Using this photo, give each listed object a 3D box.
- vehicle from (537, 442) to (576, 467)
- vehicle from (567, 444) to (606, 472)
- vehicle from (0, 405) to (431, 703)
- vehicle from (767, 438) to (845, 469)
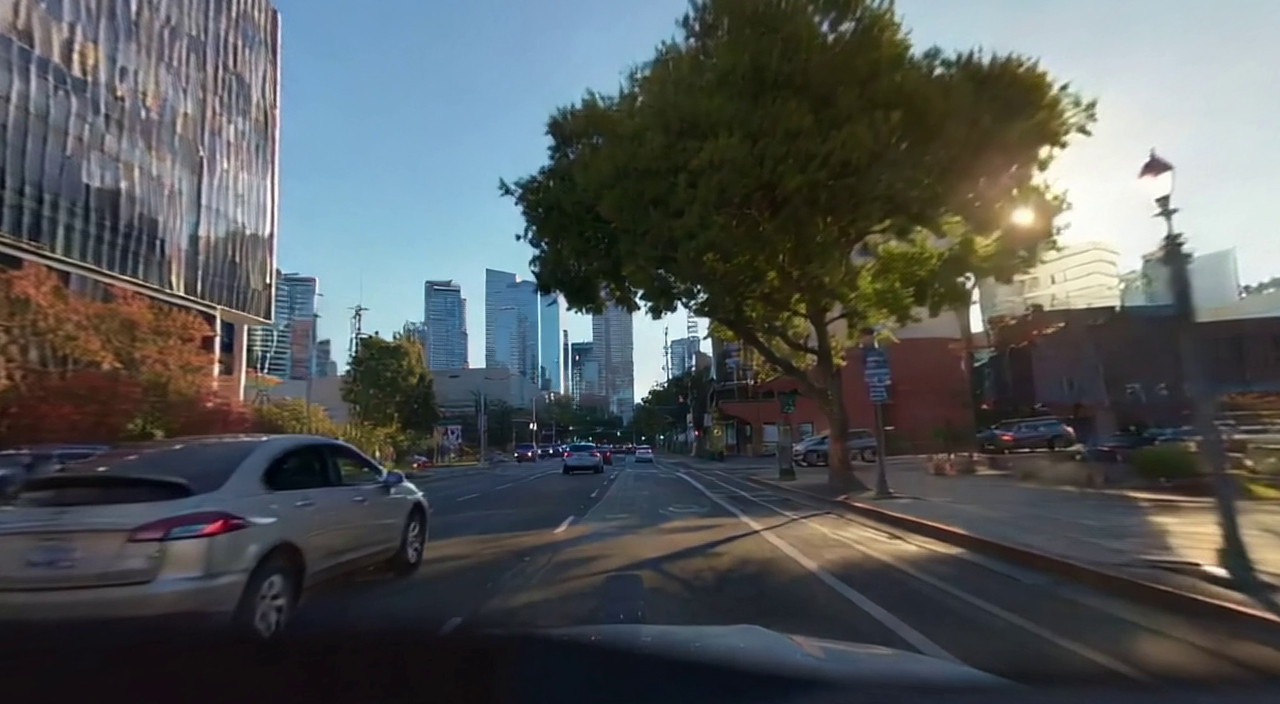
[{"bbox_3d":[-6.290,7.774,48.138,2.224,1.821,4.711,0,-8,1],"label":"vehicle"},{"bbox_3d":[-3.161,6.323,37.924,1.983,1.545,3.773,0,-8,1],"label":"vehicle"},{"bbox_3d":[-3.323,1.285,4.789,2.040,1.497,4.193,0,-8,0],"label":"vehicle"},{"bbox_3d":[10.755,6.581,41.202,4.430,1.683,1.966,-3,-8,0],"label":"vehicle"}]
